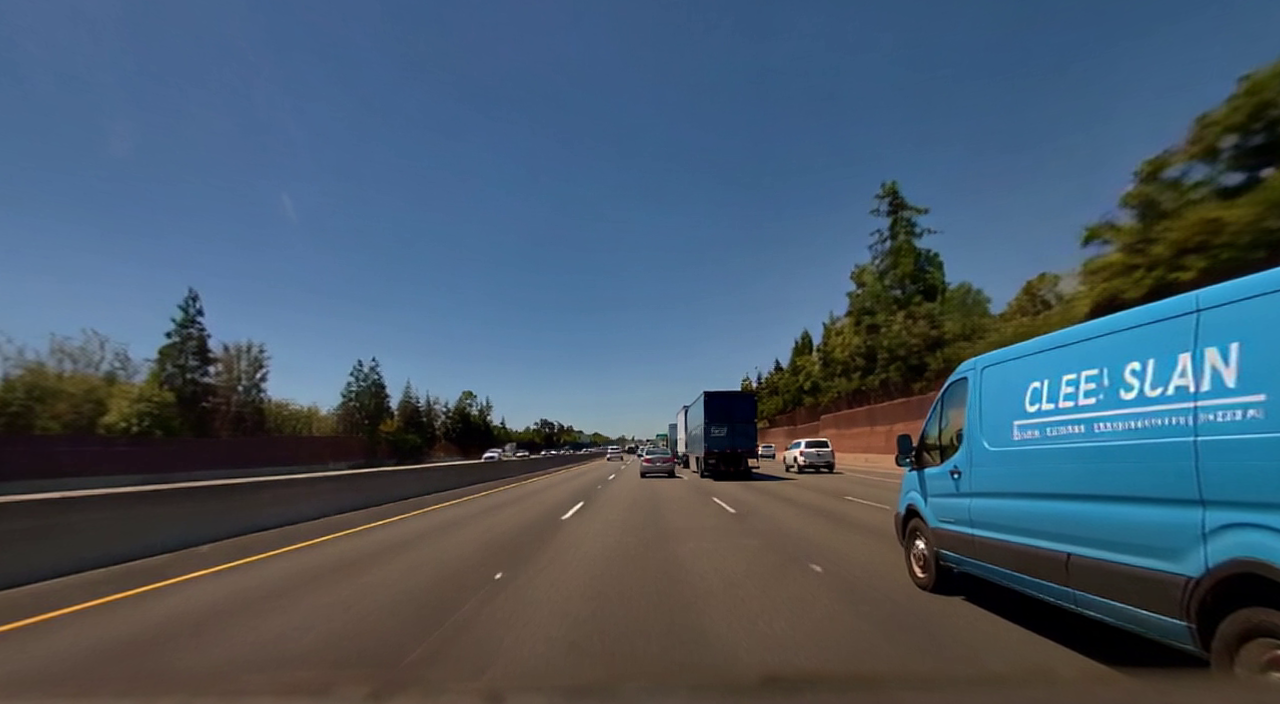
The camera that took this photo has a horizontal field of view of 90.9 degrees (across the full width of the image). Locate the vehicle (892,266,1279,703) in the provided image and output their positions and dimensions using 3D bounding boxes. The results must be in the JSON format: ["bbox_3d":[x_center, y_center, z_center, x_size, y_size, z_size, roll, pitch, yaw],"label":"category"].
[{"bbox_3d":[3.792,0.797,3.383,2.441,2.017,5.739,0,-9,0],"label":"vehicle"}]

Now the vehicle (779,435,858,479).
[{"bbox_3d":[7.847,4.668,28.186,2.144,1.769,4.540,0,-9,0],"label":"vehicle"}]

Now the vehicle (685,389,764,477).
[{"bbox_3d":[4.393,4.717,35.771,2.821,4.077,12.562,0,-9,0],"label":"vehicle"}]

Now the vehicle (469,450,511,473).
[{"bbox_3d":[-11.652,8.499,49.356,2.058,1.678,4.584,0,-9,1],"label":"vehicle"}]

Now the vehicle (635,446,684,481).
[{"bbox_3d":[0.813,5.099,29.236,2.063,1.469,4.208,0,-9,-1],"label":"vehicle"}]
